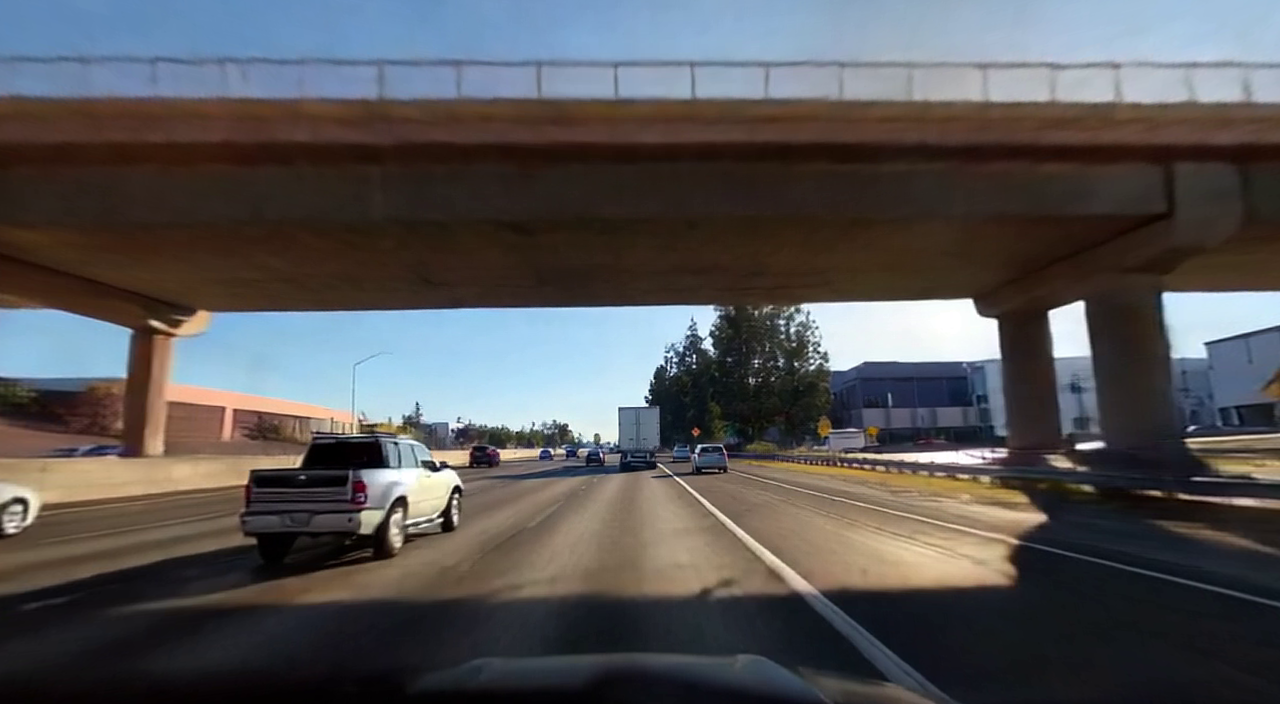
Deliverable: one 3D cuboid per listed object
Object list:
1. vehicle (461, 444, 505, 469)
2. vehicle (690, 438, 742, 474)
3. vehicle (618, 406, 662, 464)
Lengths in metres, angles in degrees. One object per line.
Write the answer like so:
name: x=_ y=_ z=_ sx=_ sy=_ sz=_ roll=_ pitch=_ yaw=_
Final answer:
vehicle: x=-10.967 y=7.332 z=44.220 sx=1.966 sy=1.627 sz=4.258 roll=0 pitch=-9 yaw=1
vehicle: x=3.845 y=5.353 z=32.588 sx=2.107 sy=1.707 sz=4.445 roll=0 pitch=-9 yaw=0
vehicle: x=0.182 y=6.476 z=48.371 sx=3.012 sy=3.928 sz=10.262 roll=0 pitch=-9 yaw=2
